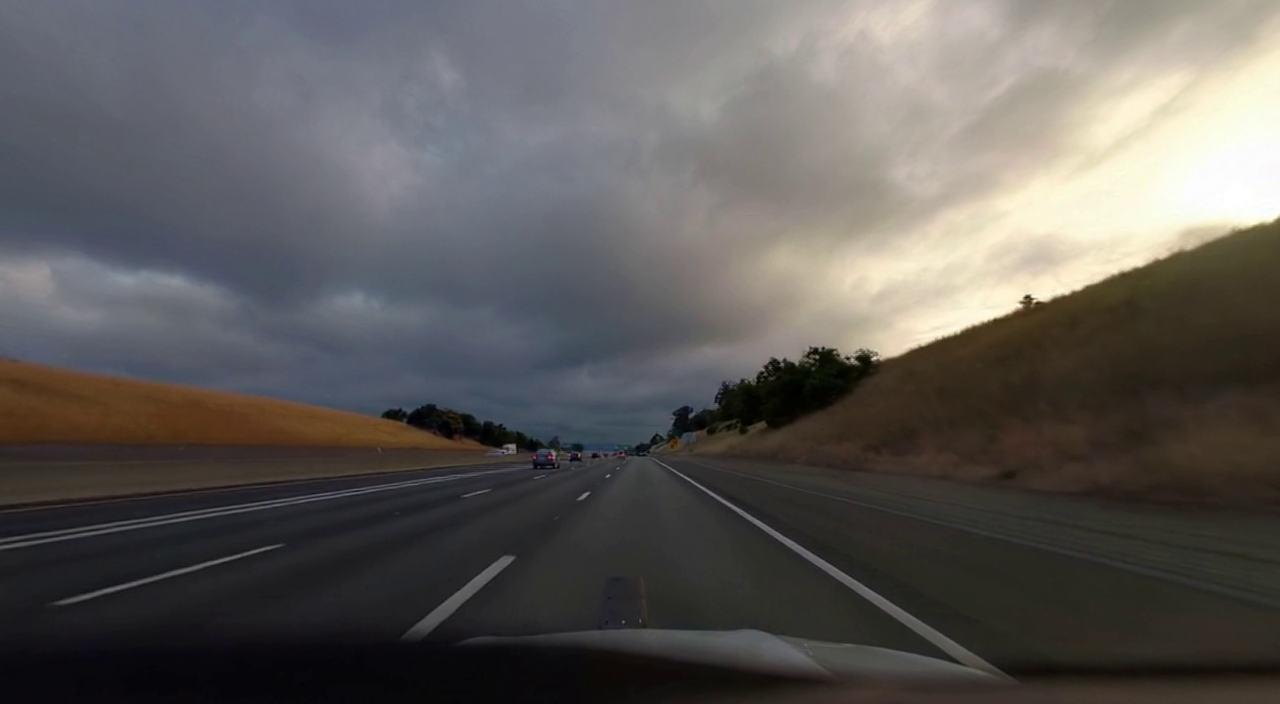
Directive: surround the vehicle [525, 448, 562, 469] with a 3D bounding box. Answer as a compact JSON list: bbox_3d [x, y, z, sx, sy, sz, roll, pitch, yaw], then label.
[{"bbox_3d":[-7.138,7.954,47.104,2.015,1.483,4.626,0,-9,0],"label":"vehicle"}]
